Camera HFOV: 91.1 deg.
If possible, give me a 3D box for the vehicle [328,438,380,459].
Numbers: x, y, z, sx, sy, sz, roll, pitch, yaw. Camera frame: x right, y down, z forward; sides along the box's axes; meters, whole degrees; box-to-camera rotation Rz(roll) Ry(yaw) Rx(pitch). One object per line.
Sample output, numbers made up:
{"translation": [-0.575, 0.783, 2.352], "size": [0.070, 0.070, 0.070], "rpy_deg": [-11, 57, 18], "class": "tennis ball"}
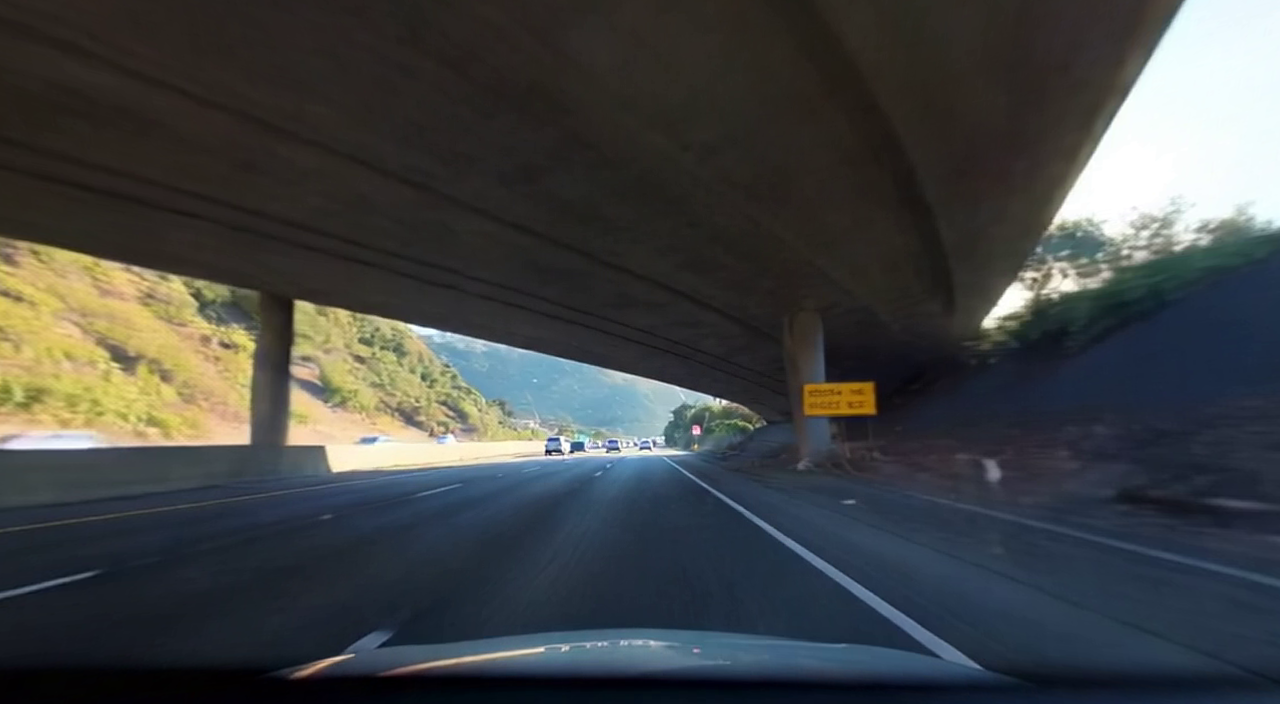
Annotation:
{"translation": [-21.221, 7.173, 46.765], "size": [1.857, 1.439, 4.335], "rpy_deg": [0, -8, 0], "class": "vehicle"}
